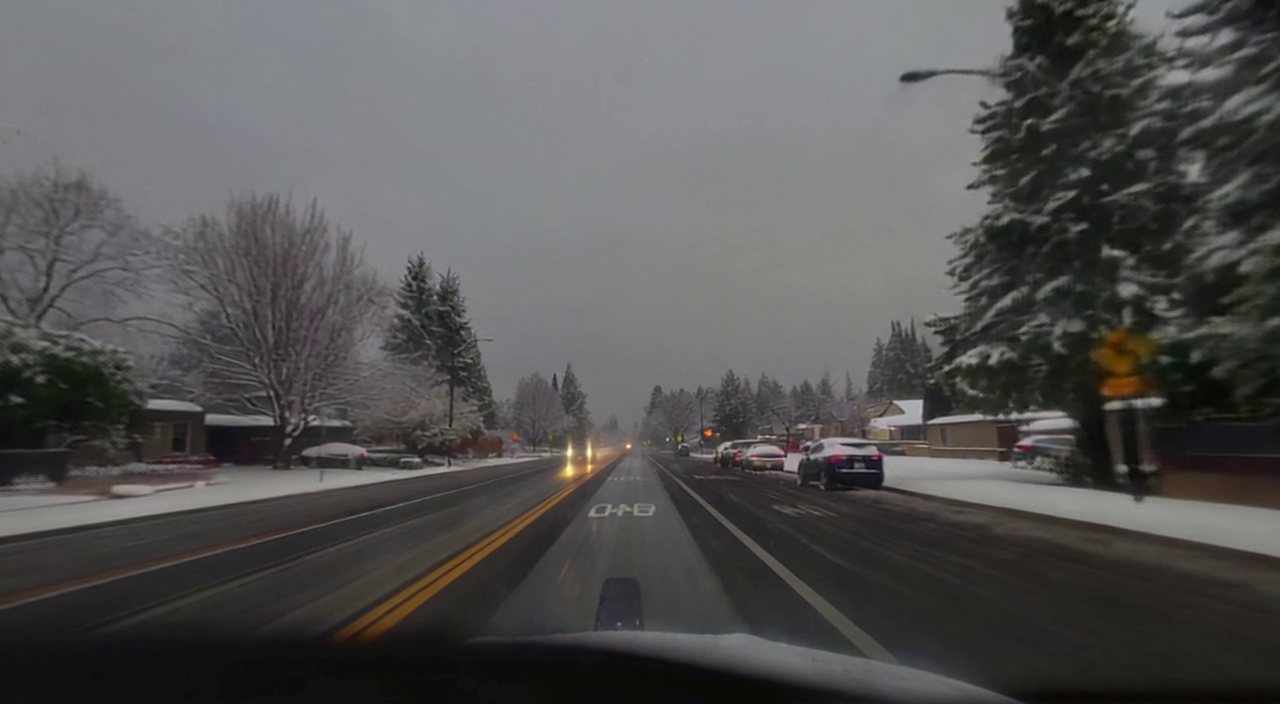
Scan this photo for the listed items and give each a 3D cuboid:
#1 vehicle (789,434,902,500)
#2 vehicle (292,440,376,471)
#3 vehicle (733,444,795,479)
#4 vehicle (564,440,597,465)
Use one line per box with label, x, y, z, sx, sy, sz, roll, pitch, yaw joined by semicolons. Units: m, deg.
vehicle;6.553;3.692;20.757;2.099;1.878;4.476;0;-8;-1
vehicle;-21.189;7.174;43.930;4.461;2.065;2.574;0;-8;-2
vehicle;6.281;5.565;32.484;2.226;1.682;4.461;0;-8;-1
vehicle;-4.603;7.854;49.738;2.050;1.841;5.290;0;-8;0
